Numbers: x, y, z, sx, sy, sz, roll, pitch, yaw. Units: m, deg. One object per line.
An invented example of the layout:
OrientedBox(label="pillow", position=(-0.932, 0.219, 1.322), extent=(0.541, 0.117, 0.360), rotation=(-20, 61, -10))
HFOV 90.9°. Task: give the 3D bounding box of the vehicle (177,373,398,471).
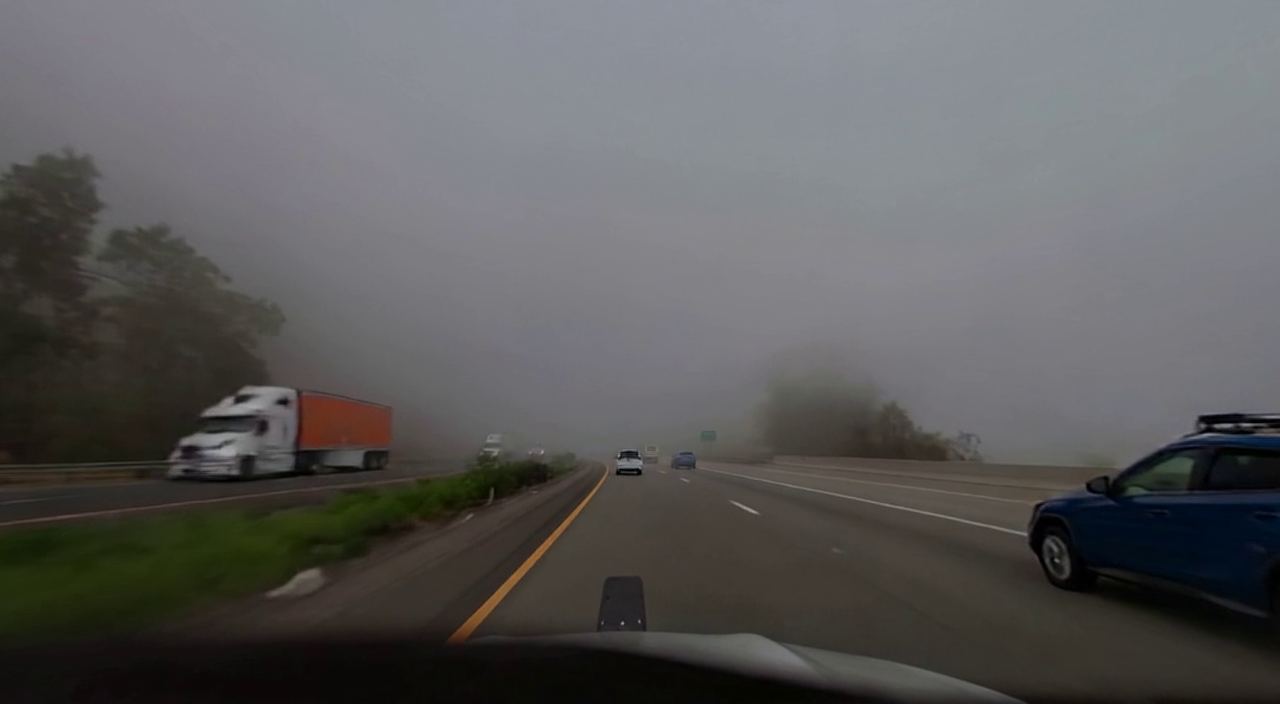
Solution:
OrientedBox(label="vehicle", position=(-17.245, 4.101, 33.472), extent=(2.901, 3.920, 16.383), rotation=(0, -9, -2))

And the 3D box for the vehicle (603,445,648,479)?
OrientedBox(label="vehicle", position=(-0.717, 5.275, 30.368), extent=(2.050, 1.534, 3.771), rotation=(0, -9, -2))

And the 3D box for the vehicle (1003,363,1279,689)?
OrientedBox(label="vehicle", position=(4.228, 0.933, 3.513), extent=(2.013, 1.623, 3.916), rotation=(0, -9, 0))

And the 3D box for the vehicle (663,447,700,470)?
OrientedBox(label="vehicle", position=(2.862, 7.463, 44.375), extent=(2.008, 1.504, 4.291), rotation=(1, -9, -4))
